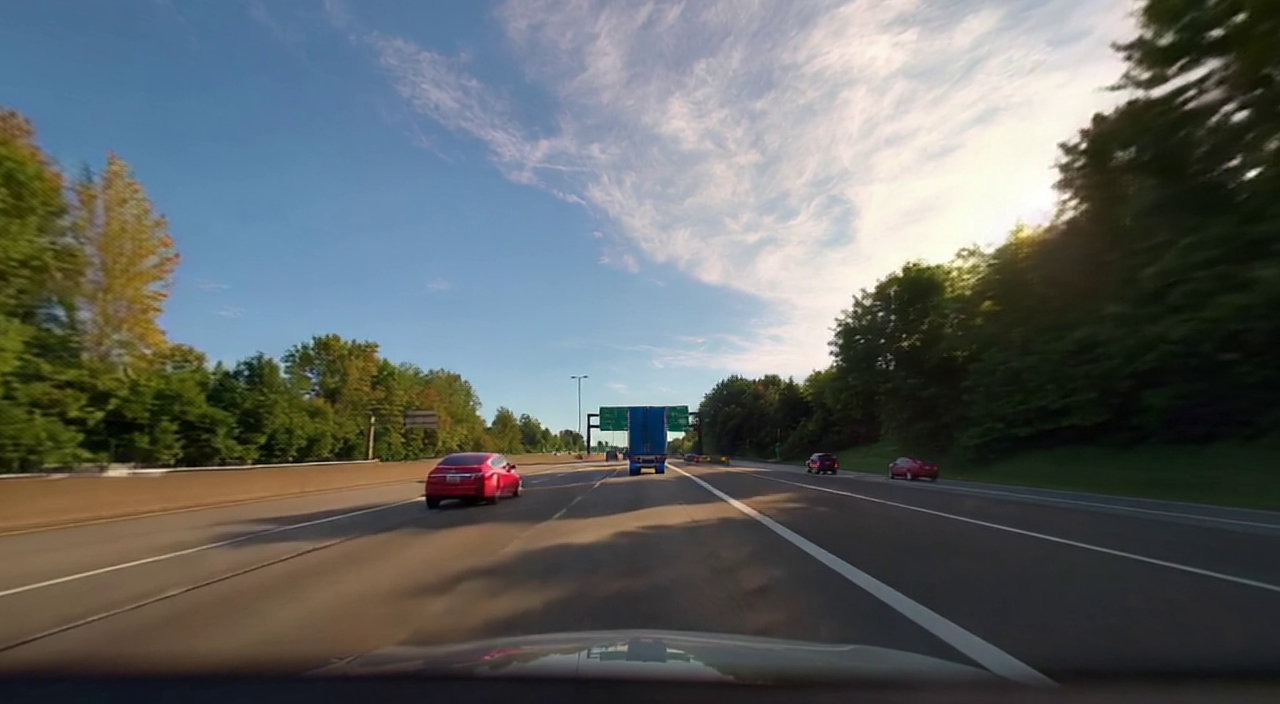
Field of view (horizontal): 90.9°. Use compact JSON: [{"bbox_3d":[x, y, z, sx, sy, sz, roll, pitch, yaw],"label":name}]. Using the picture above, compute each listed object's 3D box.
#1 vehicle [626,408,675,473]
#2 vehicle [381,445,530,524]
[{"bbox_3d":[0.679,6.311,44.669,3.022,4.072,10.318,0,-9,0],"label":"vehicle"},{"bbox_3d":[-3.844,2.824,14.065,1.931,1.466,4.458,0,-9,1],"label":"vehicle"}]
